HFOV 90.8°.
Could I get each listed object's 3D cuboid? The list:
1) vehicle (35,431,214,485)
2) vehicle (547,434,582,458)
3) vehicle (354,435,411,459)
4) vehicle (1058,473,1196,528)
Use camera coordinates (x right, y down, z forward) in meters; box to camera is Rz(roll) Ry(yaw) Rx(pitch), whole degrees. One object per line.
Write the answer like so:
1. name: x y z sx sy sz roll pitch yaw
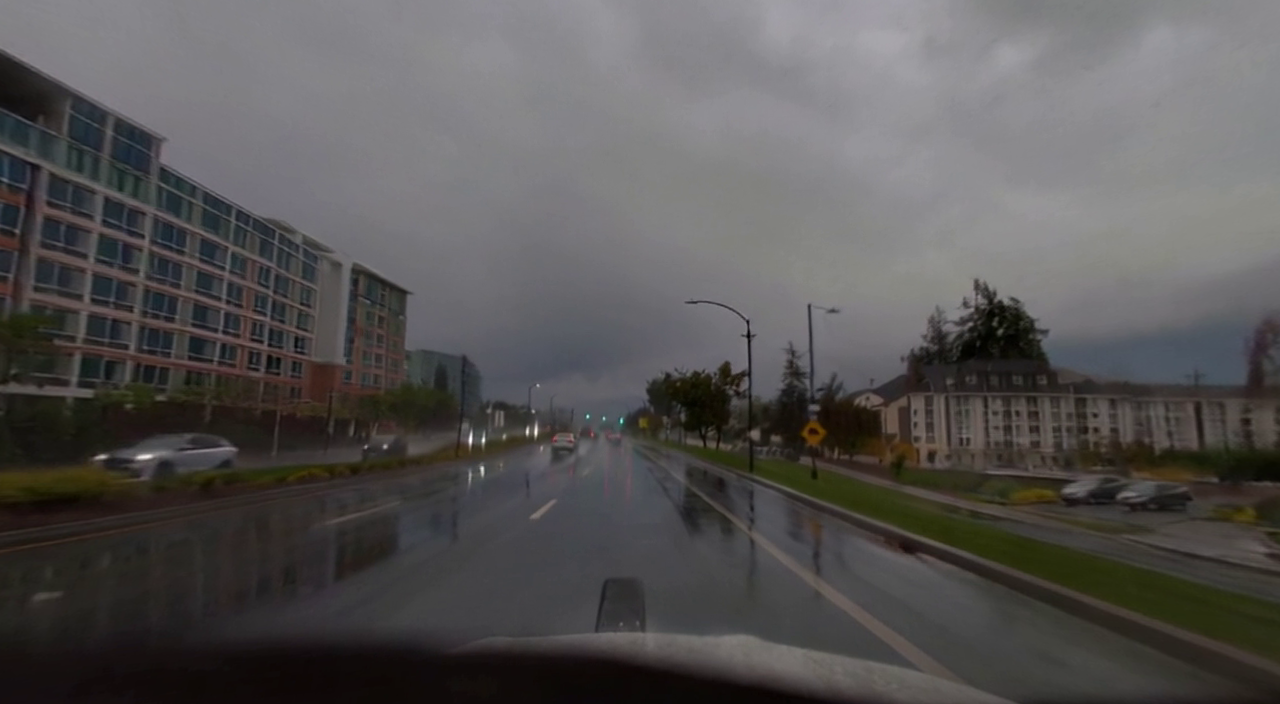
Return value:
1. vehicle: -18.398 3.808 22.969 2.286 1.743 4.869 -1 -8 2
2. vehicle: -5.075 6.385 42.932 2.025 1.474 4.292 0 -9 -2
3. vehicle: -18.139 6.713 44.765 2.079 1.560 4.702 0 -8 0
4. vehicle: 23.138 7.136 30.208 4.619 1.807 2.224 7 -19 3
